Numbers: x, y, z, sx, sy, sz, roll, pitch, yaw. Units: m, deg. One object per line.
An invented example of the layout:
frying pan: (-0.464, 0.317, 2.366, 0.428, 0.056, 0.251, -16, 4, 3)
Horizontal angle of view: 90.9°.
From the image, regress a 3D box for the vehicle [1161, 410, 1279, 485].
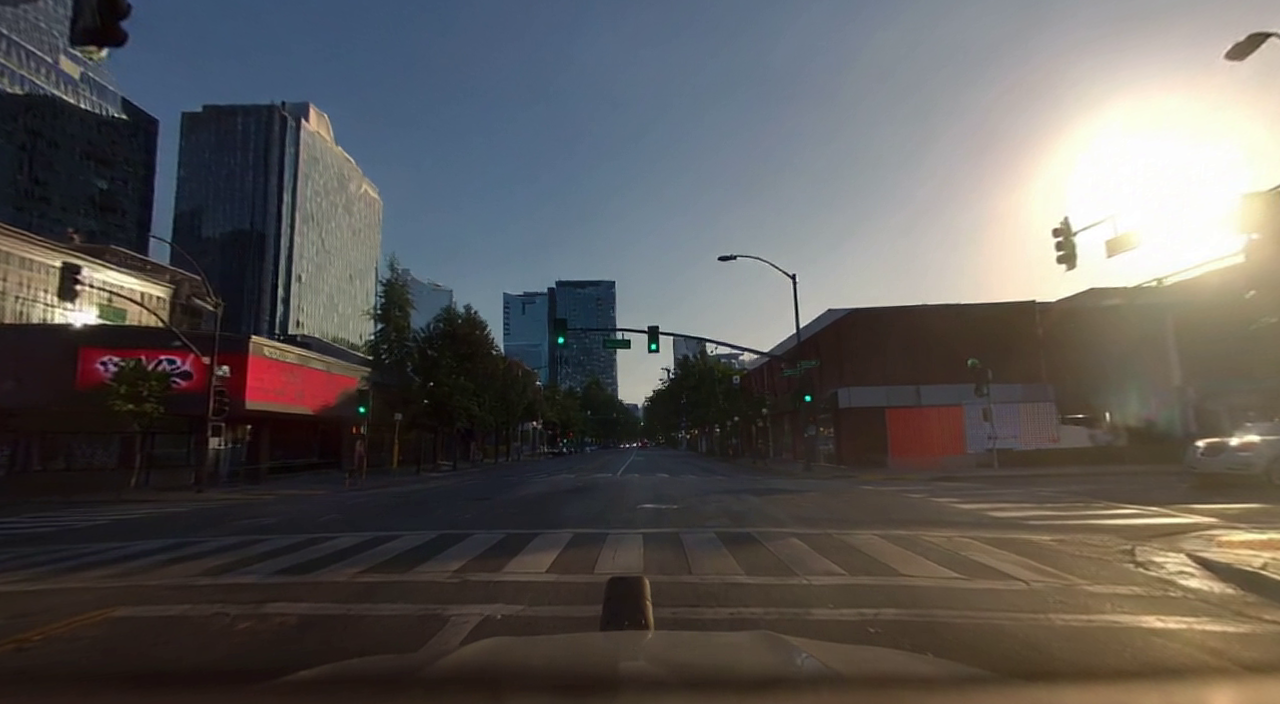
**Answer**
vehicle: (16.891, 2.470, 16.407, 4.836, 1.795, 1.957, 0, -8, 0)
